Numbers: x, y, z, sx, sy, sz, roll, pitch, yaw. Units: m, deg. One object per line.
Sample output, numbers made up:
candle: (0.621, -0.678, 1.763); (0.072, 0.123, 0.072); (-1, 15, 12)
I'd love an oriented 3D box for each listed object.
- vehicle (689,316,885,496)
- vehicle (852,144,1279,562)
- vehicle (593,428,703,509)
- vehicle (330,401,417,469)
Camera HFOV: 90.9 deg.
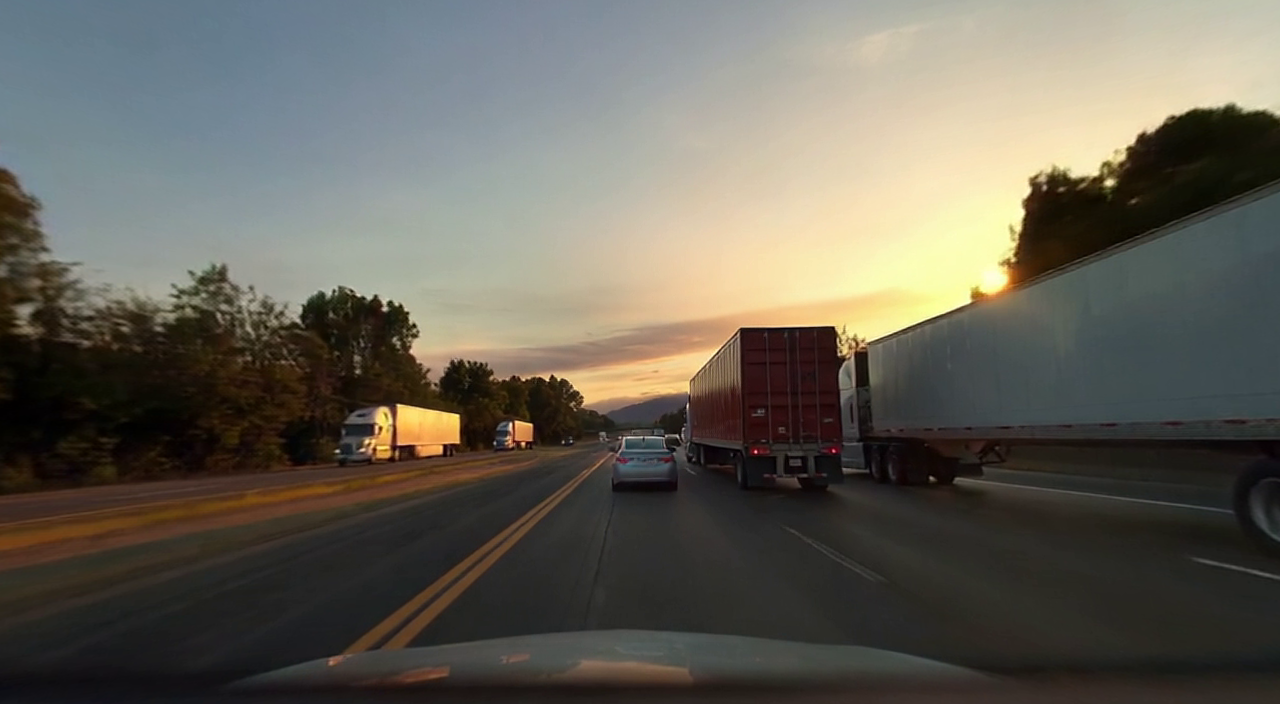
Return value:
vehicle: (3.887, 2.131, 21.462); (2.888, 4.099, 14.183); (0, -8, -2)
vehicle: (8.120, 0.706, 11.801); (3.110, 4.308, 14.260); (0, -8, -1)
vehicle: (0.099, 2.412, 13.614); (2.038, 1.477, 3.773); (0, -8, -1)
vehicle: (-17.011, 5.359, 40.747); (2.962, 4.015, 5.938); (0, -8, -1)
